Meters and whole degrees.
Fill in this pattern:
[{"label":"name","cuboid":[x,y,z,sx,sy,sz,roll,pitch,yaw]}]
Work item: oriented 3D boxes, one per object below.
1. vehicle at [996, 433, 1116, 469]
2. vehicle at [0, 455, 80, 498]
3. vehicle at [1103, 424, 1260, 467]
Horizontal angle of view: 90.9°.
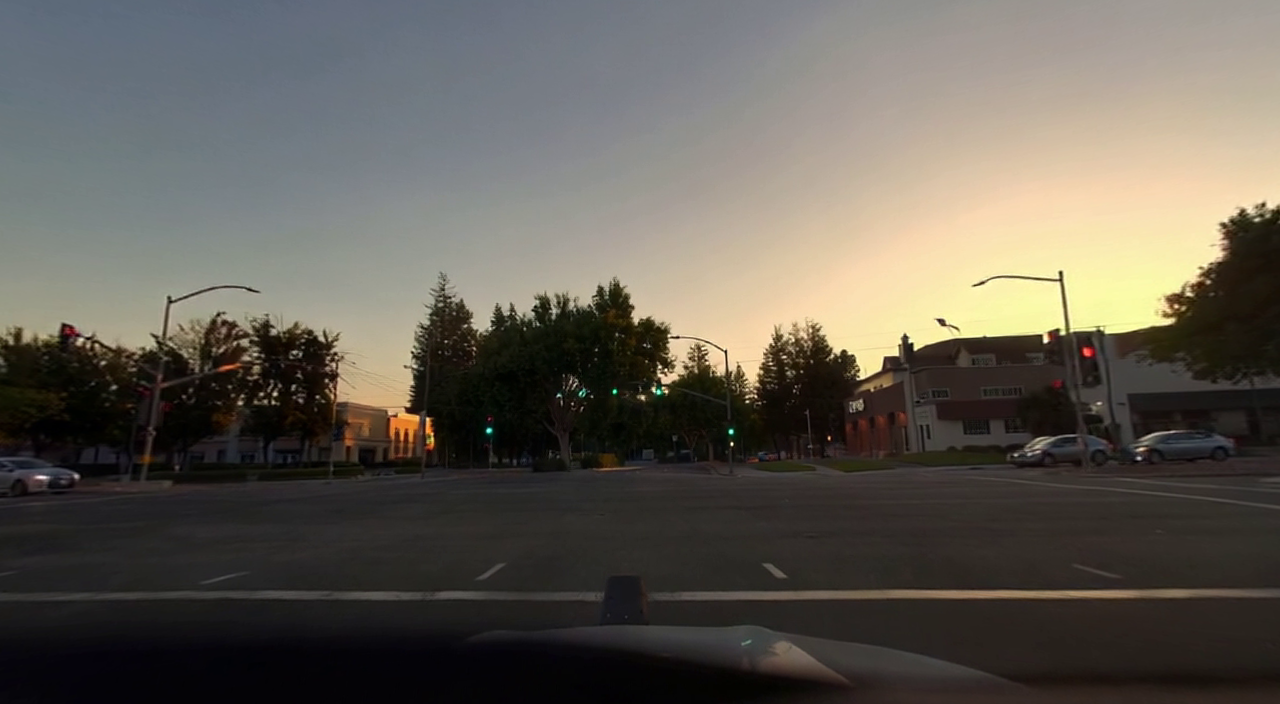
[{"label":"vehicle","cuboid":[20.433,4.880,31.129,4.483,1.691,1.949,0,-9,1]},{"label":"vehicle","cuboid":[-25.237,4.876,24.958,4.332,1.573,1.900,0,-9,3]},{"label":"vehicle","cuboid":[21.109,3.659,24.732,4.288,1.600,1.927,0,-9,1]}]
